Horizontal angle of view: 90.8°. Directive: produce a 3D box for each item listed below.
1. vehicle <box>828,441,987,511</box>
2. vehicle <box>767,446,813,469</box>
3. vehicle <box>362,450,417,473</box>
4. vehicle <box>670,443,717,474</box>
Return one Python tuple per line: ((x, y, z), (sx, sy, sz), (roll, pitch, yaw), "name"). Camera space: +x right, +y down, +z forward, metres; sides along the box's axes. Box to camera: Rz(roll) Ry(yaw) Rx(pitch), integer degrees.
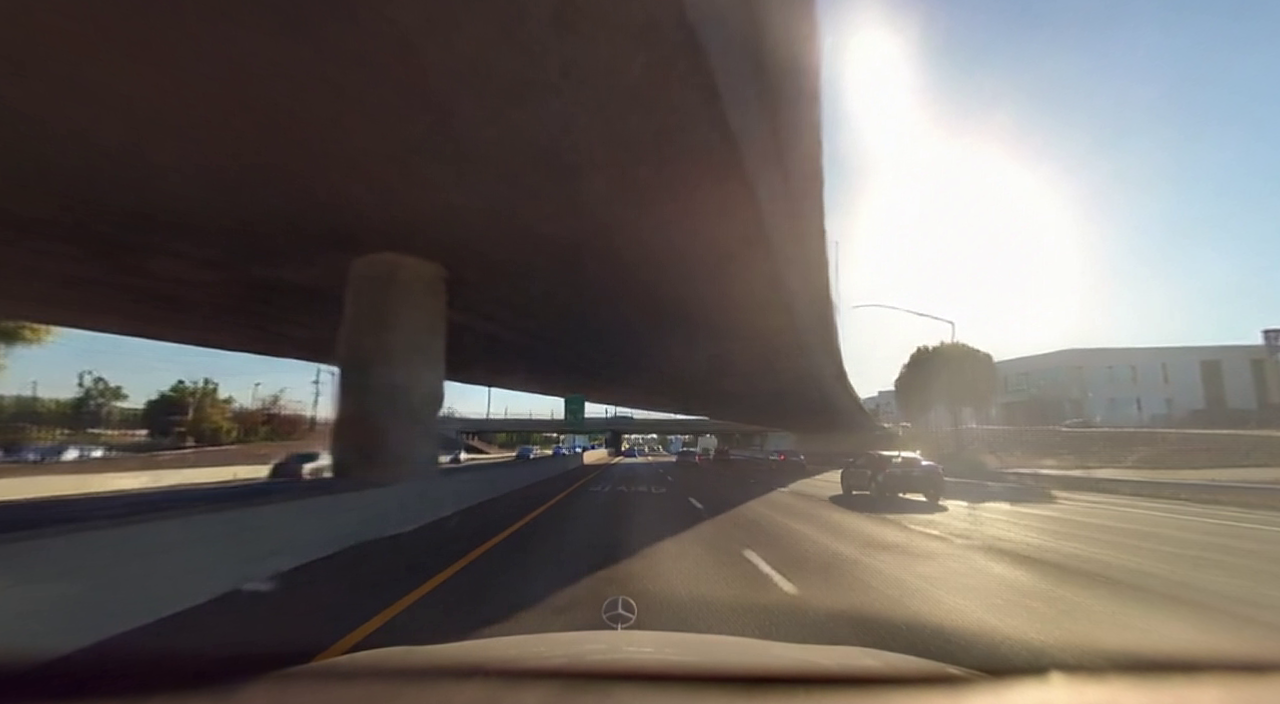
((6.500, 3.041, 16.014), (1.952, 1.489, 4.483), (0, -9, -2), "vehicle")
((9.715, 6.845, 41.167), (1.838, 1.440, 4.121), (0, -9, -2), "vehicle")
((-17.062, 7.428, 43.222), (1.900, 1.464, 4.550), (0, -9, 0), "vehicle")
((2.798, 5.674, 33.871), (1.993, 1.507, 4.594), (0, -9, -2), "vehicle")
